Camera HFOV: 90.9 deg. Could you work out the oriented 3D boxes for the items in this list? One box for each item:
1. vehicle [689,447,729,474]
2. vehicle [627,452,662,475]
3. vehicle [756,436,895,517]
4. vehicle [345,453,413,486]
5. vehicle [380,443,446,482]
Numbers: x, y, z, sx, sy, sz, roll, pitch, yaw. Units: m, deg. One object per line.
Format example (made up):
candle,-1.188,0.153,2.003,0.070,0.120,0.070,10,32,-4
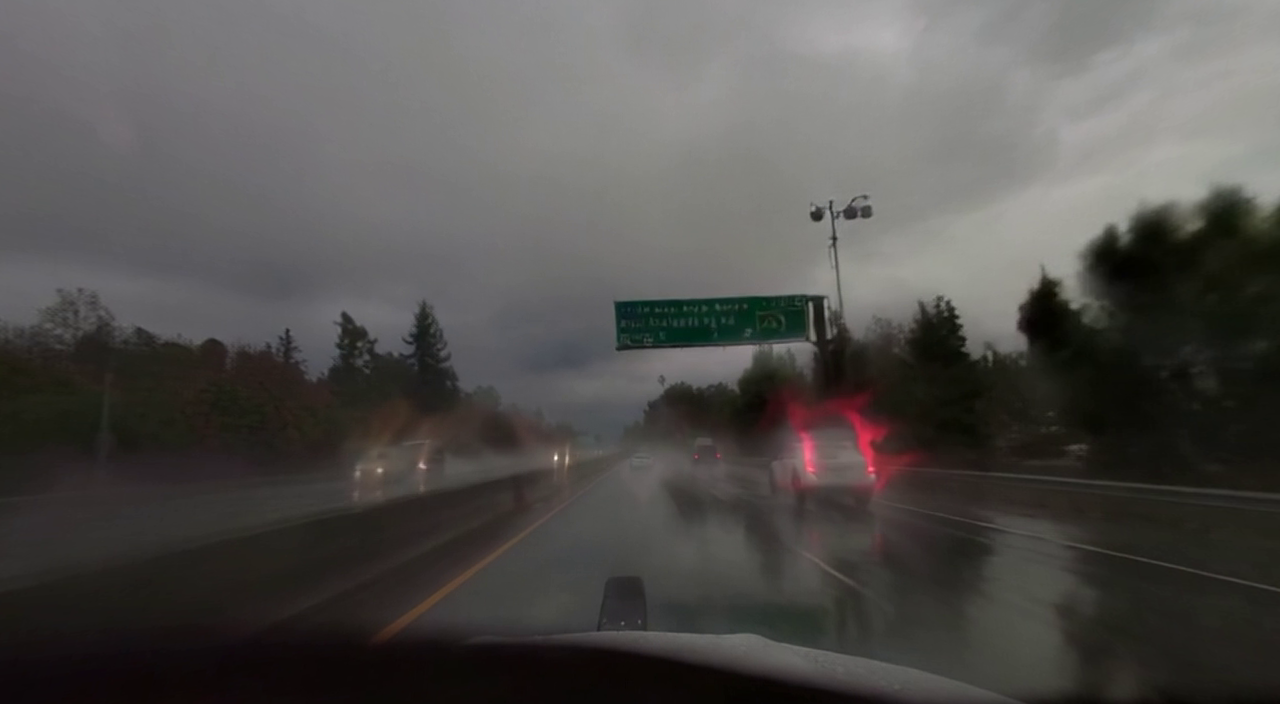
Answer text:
vehicle,4.238,6.693,39.068,1.935,1.594,3.981,0,-9,-1
vehicle,0.276,6.871,38.991,2.012,1.320,3.777,0,-9,0
vehicle,4.254,2.929,15.333,1.969,1.639,4.472,0,-9,-1
vehicle,-15.896,7.158,38.719,2.024,1.869,4.992,0,-9,0
vehicle,-15.984,7.780,44.795,2.507,2.577,5.744,0,-9,1
